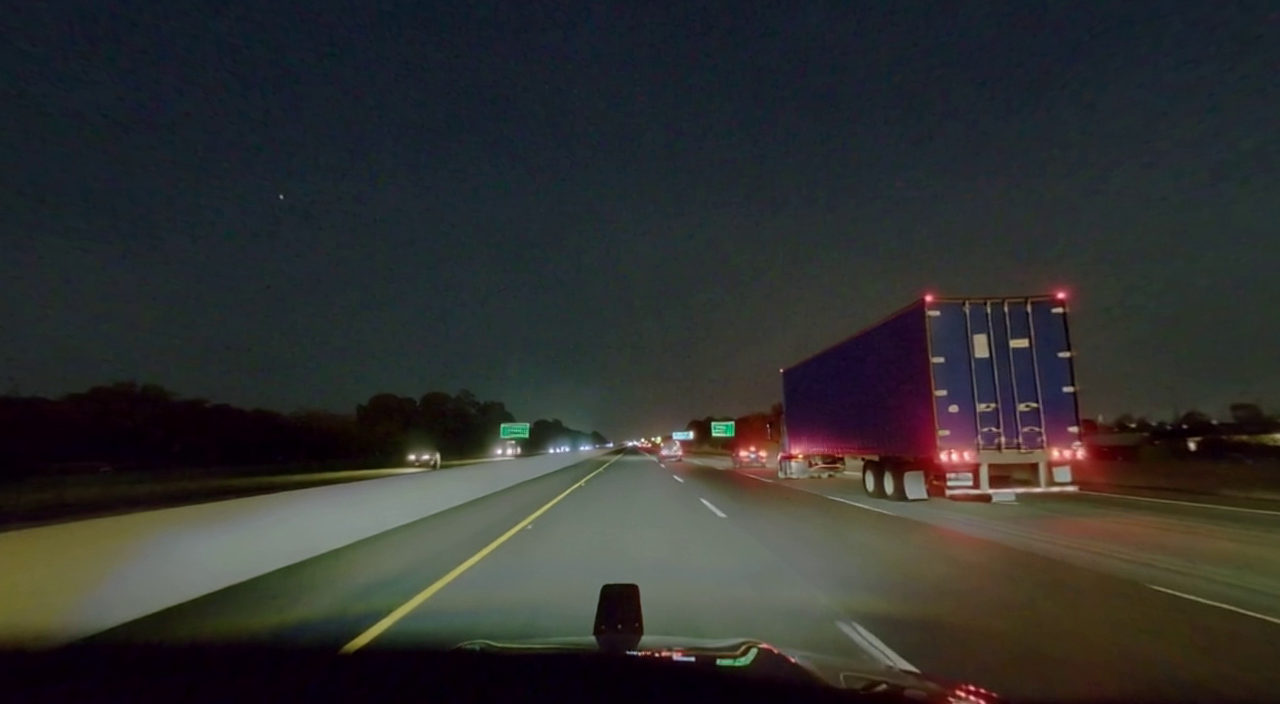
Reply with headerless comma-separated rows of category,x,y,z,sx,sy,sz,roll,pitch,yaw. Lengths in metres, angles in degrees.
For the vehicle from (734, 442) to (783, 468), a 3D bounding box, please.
vehicle,7.015,6.110,37.813,2.009,1.456,4.097,0,-8,-2
